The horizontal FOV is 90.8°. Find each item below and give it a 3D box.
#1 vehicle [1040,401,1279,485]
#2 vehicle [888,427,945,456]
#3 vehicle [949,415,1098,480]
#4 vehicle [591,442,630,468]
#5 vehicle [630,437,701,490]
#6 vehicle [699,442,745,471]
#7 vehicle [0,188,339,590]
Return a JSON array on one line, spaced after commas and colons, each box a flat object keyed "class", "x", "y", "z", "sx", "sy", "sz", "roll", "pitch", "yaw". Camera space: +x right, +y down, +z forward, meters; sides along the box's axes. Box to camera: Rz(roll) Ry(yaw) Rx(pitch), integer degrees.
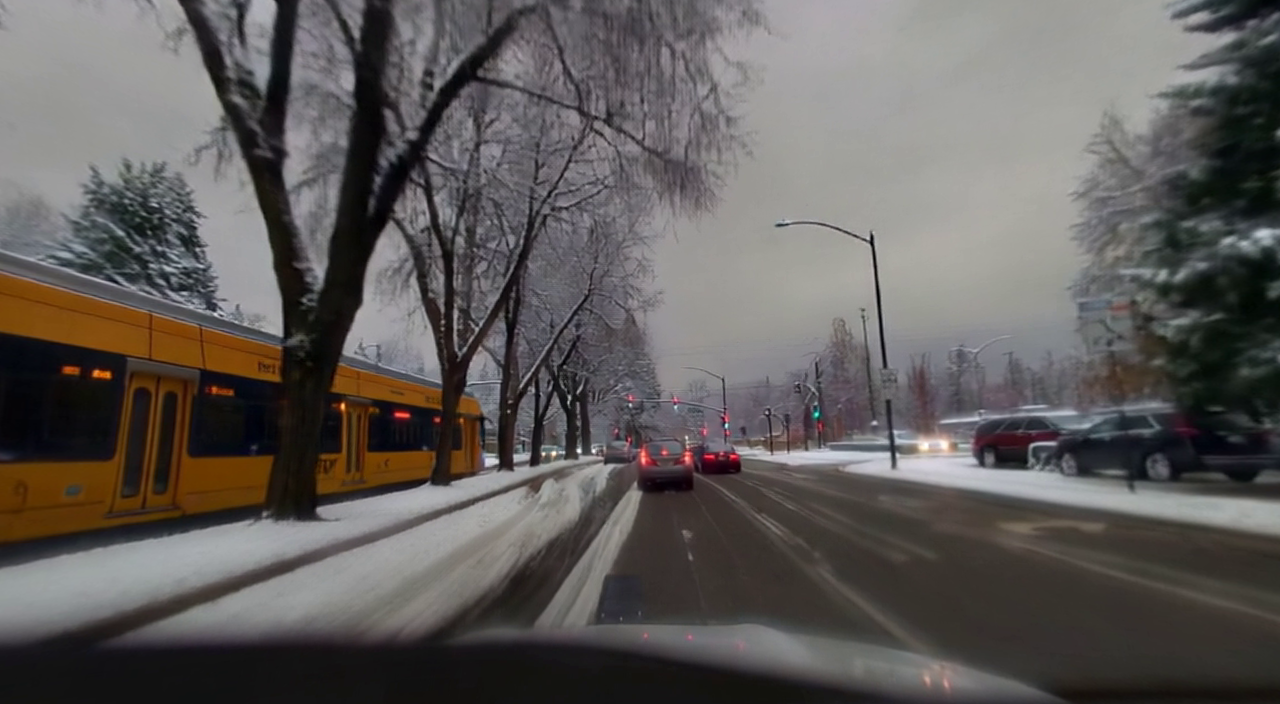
[{"class": "vehicle", "x": 13.801, "y": 2.497, "z": 17.279, "sx": 2.145, "sy": 1.911, "sz": 5.581, "roll": 0, "pitch": -8, "yaw": 1}, {"class": "vehicle", "x": 19.832, "y": 6.454, "z": 45.508, "sx": 2.116, "sy": 1.937, "sz": 4.515, "roll": 0, "pitch": -8, "yaw": 2}, {"class": "vehicle", "x": 14.034, "y": 3.439, "z": 23.659, "sx": 2.221, "sy": 2.116, "sz": 5.535, "roll": 0, "pitch": -6, "yaw": 2}, {"class": "vehicle", "x": -1.719, "y": 6.269, "z": 38.713, "sx": 2.118, "sy": 1.478, "sz": 4.076, "roll": 0, "pitch": -8, "yaw": 1}, {"class": "vehicle", "x": 0.759, "y": 3.484, "z": 20.082, "sx": 2.002, "sy": 1.471, "sz": 4.337, "roll": 0, "pitch": -8, "yaw": 1}, {"class": "vehicle", "x": 4.393, "y": 5.650, "z": 34.410, "sx": 1.944, "sy": 1.447, "sz": 4.392, "roll": 0, "pitch": -8, "yaw": 0}, {"class": "vehicle", "x": -7.396, "y": 0.271, "z": 5.275, "sx": 2.897, "sy": 3.700, "sz": 13.528, "roll": 0, "pitch": -7, "yaw": 1}]
